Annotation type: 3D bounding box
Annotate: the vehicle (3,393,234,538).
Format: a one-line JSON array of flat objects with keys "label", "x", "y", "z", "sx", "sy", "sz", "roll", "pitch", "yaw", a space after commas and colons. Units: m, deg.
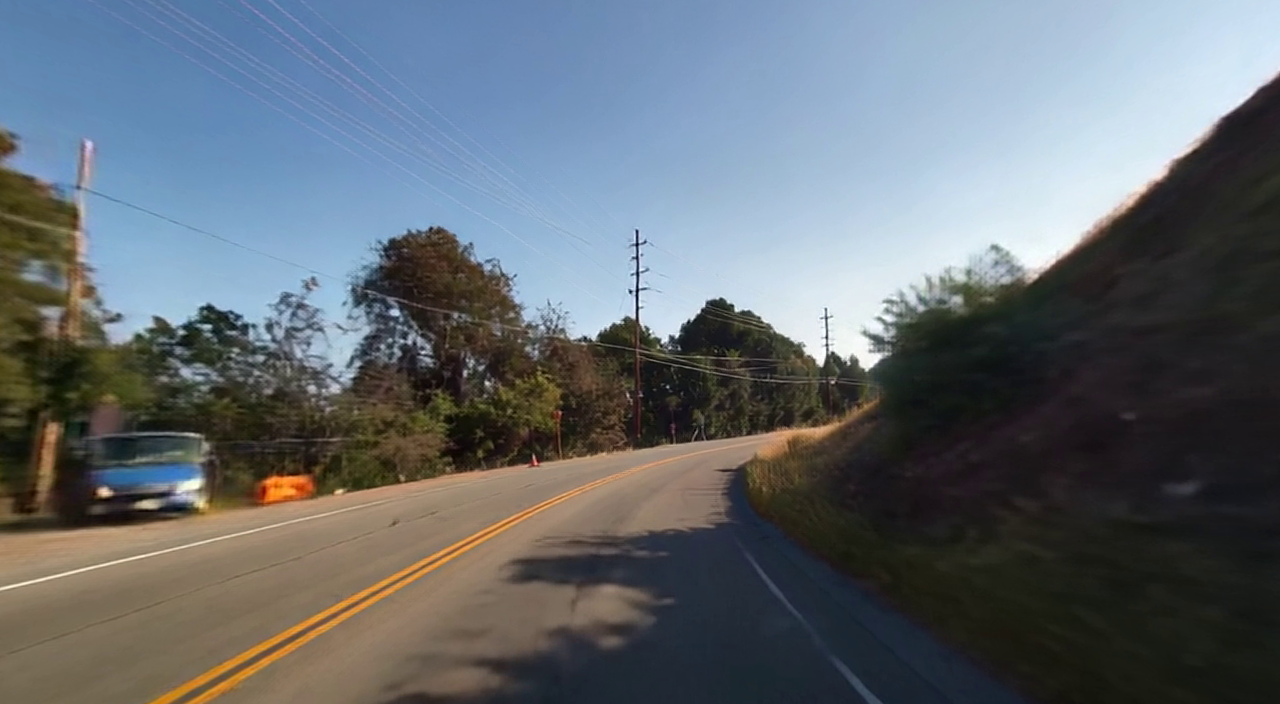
[{"label": "vehicle", "x": -12.518, "y": 2.736, "z": 15.465, "sx": 3.012, "sy": 2.802, "sz": 3.057, "roll": -9, "pitch": -10, "yaw": 7}]
